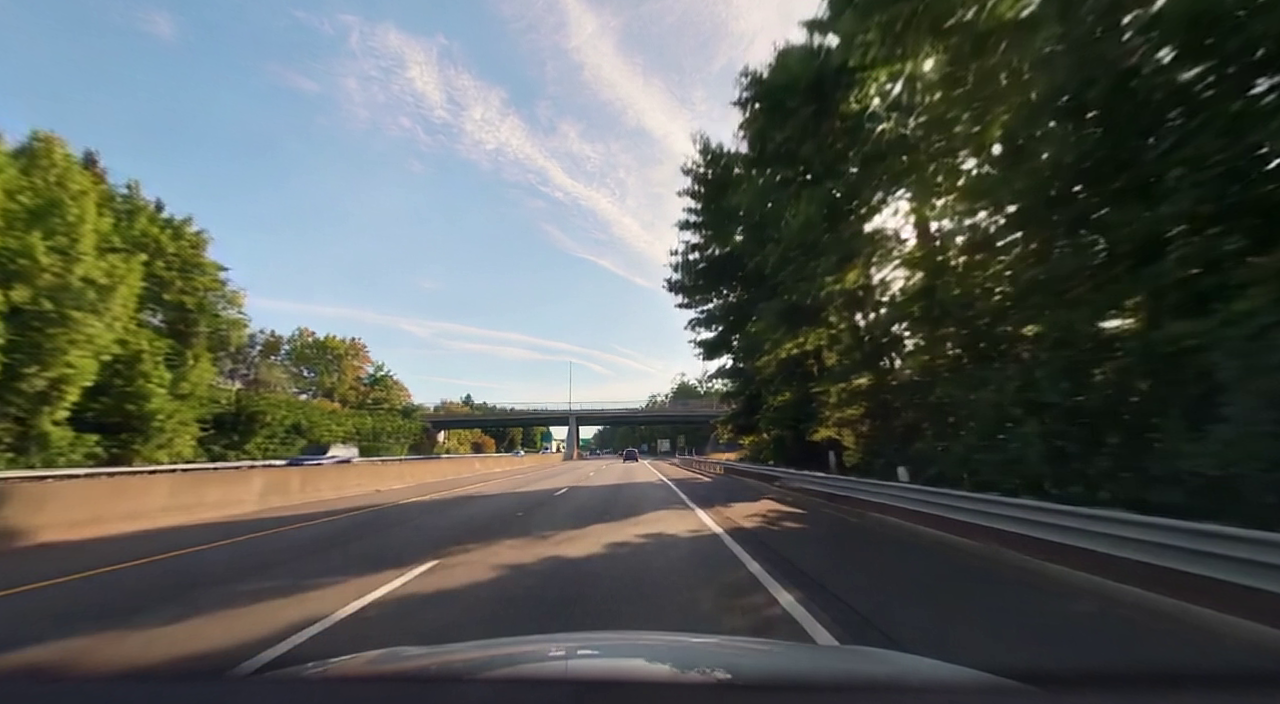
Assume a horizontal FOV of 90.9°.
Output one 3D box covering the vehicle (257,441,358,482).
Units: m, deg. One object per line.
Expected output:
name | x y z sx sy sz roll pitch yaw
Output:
vehicle | -14.078 4.660 26.988 2.017 1.610 4.211 0 -9 -1
